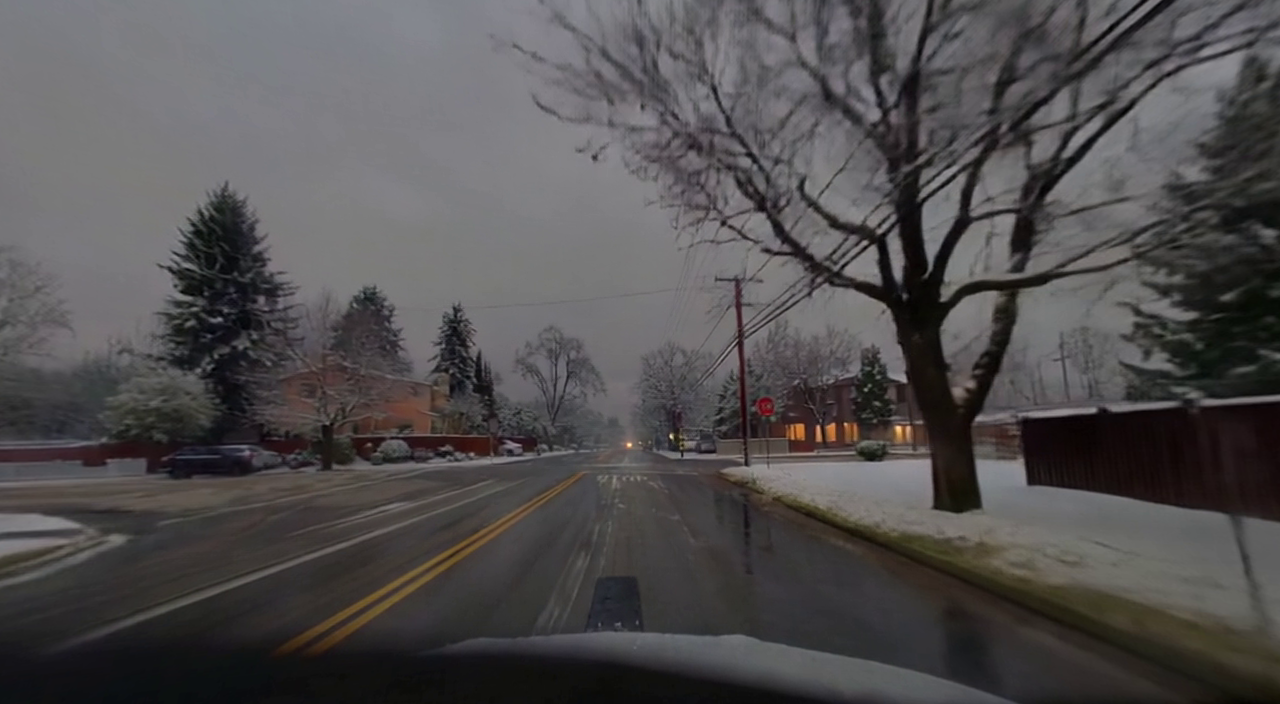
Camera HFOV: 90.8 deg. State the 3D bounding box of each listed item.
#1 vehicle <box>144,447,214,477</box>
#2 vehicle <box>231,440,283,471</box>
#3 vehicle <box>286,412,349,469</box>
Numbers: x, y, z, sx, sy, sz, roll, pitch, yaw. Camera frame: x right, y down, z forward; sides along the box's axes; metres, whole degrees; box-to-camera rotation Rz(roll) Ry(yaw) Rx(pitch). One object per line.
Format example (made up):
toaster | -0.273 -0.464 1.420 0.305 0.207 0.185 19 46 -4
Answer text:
vehicle | -24.202 5.730 33.339 1.955 1.448 4.542 4 -9 -23
vehicle | -23.844 6.415 39.502 2.083 1.802 4.455 4 -9 -24
vehicle | -20.331 5.835 40.282 2.842 3.181 8.576 4 -11 -23
